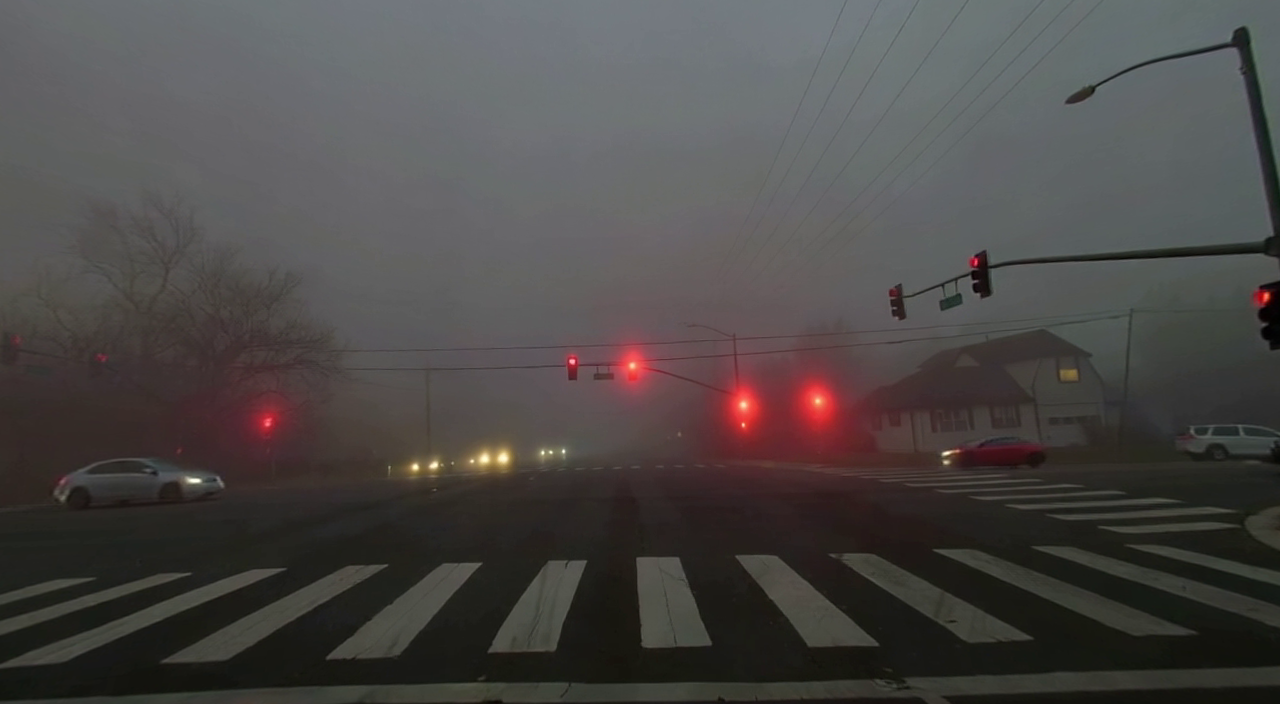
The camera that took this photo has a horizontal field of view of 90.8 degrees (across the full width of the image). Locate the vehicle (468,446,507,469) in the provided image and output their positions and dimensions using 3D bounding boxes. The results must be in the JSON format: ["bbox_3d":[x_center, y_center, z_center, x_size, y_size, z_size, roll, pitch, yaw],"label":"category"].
[{"bbox_3d":[-10.726,7.456,44.747,1.881,1.509,3.377,0,-9,1],"label":"vehicle"}]

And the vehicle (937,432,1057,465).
[{"bbox_3d":[17.804,4.860,31.781,4.873,1.539,1.932,-3,-9,19],"label":"vehicle"}]

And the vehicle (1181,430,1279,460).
[{"bbox_3d":[31.308,4.885,33.028,4.318,1.488,1.870,0,-9,-1],"label":"vehicle"}]

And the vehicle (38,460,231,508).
[{"bbox_3d":[-16.934,4.440,21.367,4.823,1.449,2.017,-1,-9,1],"label":"vehicle"}]
